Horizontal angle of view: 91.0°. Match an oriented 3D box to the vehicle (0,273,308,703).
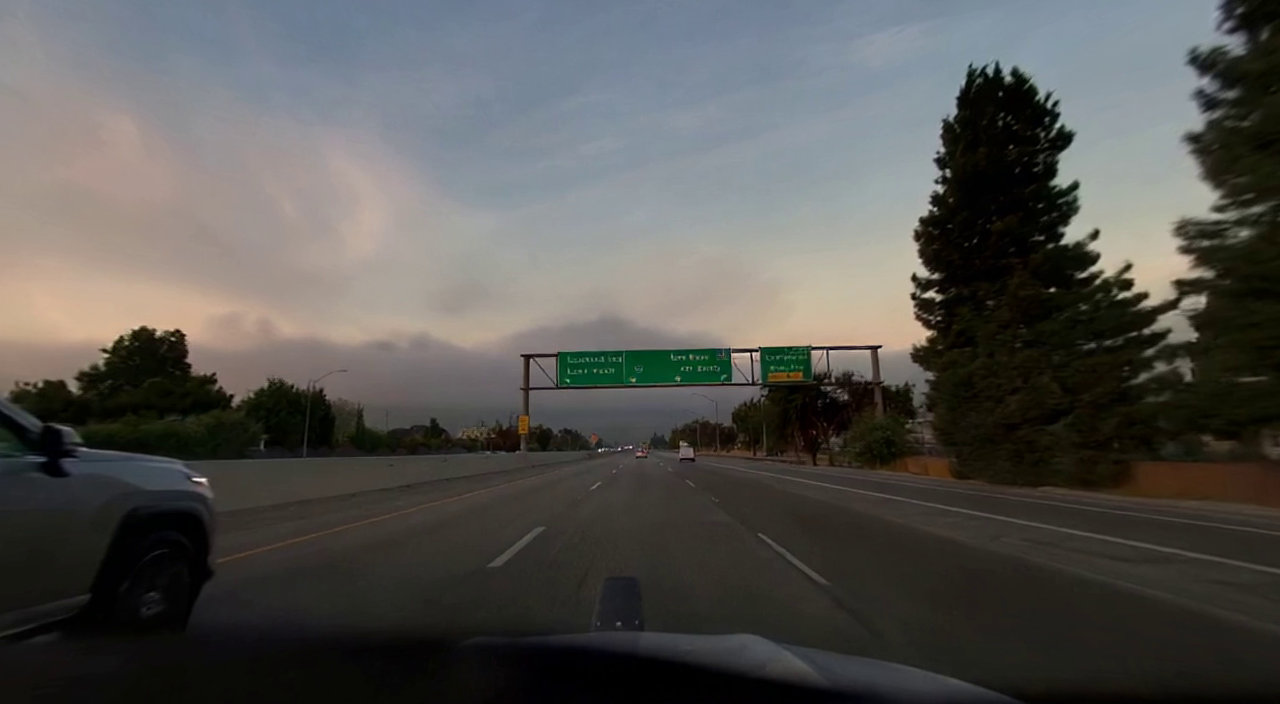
[{"bbox_3d":[-3.853,0.545,1.910,2.431,1.928,5.760,0,-9,1],"label":"vehicle"}]
